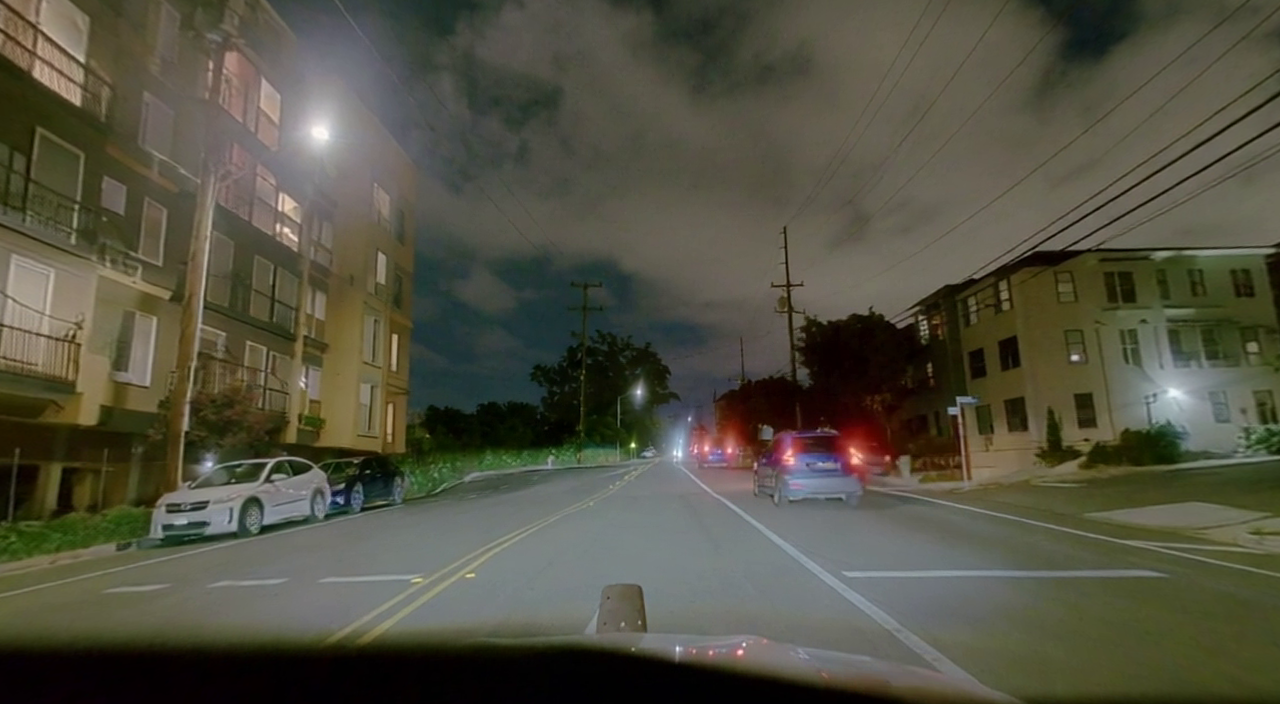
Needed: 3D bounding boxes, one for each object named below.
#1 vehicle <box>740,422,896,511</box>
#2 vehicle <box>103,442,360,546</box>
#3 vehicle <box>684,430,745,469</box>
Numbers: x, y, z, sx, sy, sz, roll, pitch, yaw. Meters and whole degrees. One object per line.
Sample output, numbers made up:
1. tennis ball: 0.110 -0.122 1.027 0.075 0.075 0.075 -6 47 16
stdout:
1. vehicle: 3.884 2.613 14.828 2.306 1.719 4.805 0 -8 0
2. vehicle: -8.349 2.880 13.580 2.381 1.825 4.652 0 -8 0
3. vehicle: 3.710 4.996 32.321 2.368 1.840 4.896 0 -8 -2
